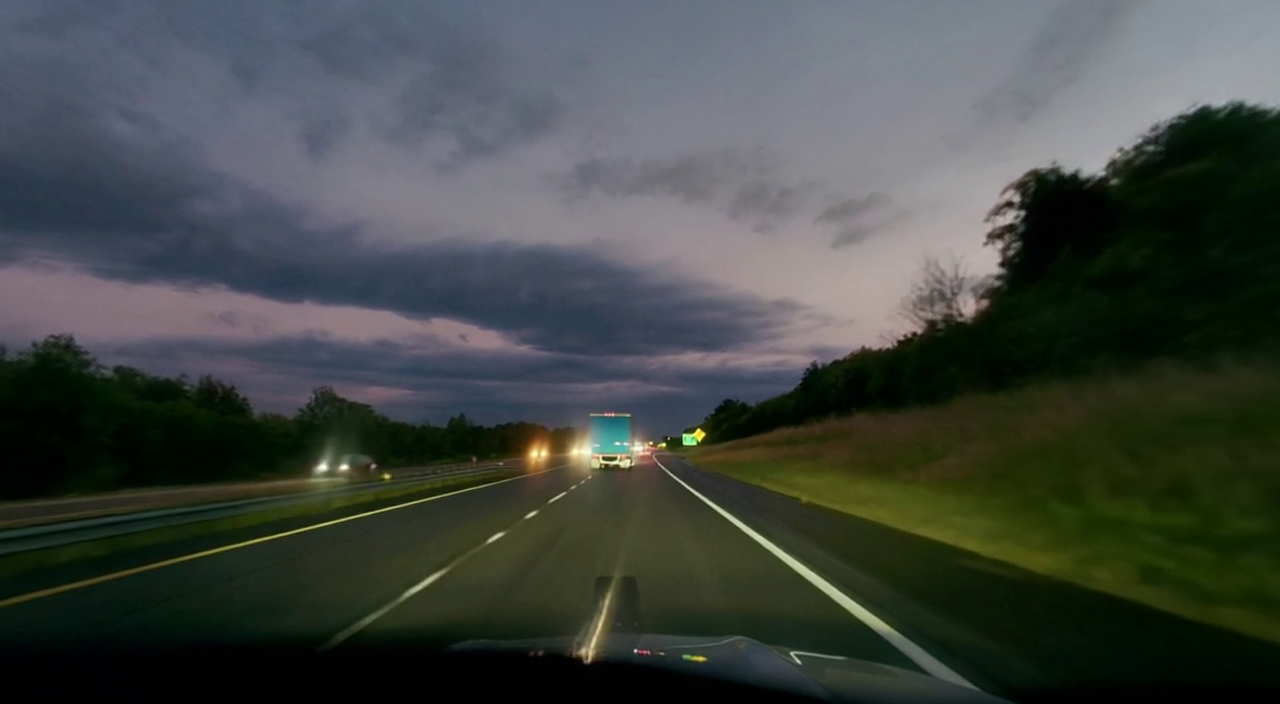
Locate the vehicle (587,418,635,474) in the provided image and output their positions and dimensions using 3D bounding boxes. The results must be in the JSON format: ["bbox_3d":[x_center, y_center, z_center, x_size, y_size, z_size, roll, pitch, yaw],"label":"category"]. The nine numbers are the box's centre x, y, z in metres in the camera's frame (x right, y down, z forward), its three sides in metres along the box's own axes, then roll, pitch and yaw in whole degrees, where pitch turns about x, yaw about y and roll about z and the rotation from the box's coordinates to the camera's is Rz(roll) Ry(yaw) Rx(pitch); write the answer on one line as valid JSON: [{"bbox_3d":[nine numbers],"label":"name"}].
[{"bbox_3d":[-1.740,6.033,40.415,2.704,3.270,6.745,0,-9,0],"label":"vehicle"}]
